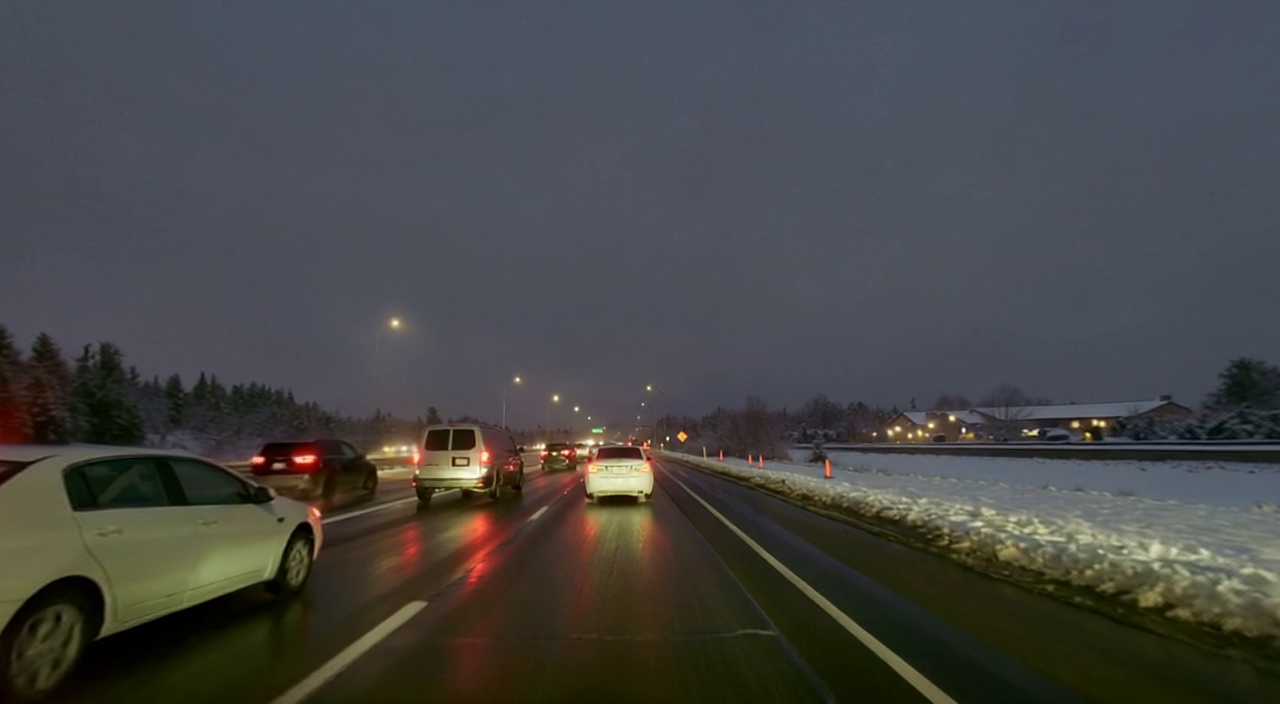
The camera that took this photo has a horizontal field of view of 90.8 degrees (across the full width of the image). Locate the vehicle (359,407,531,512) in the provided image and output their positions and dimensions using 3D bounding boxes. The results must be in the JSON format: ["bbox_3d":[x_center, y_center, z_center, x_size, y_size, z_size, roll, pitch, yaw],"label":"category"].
[{"bbox_3d":[-4.283,2.518,15.214,2.324,2.012,5.740,0,-9,0],"label":"vehicle"}]

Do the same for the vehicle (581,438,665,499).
[{"bbox_3d":[-0.463,3.153,17.514,2.069,1.484,3.918,0,-9,-1],"label":"vehicle"}]

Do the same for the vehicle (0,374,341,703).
[{"bbox_3d":[-3.898,1.042,3.734,2.041,1.604,4.384,0,-9,1],"label":"vehicle"}]

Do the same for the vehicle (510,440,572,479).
[{"bbox_3d":[-3.972,4.361,25.925,1.824,1.459,4.007,0,-9,1],"label":"vehicle"}]
